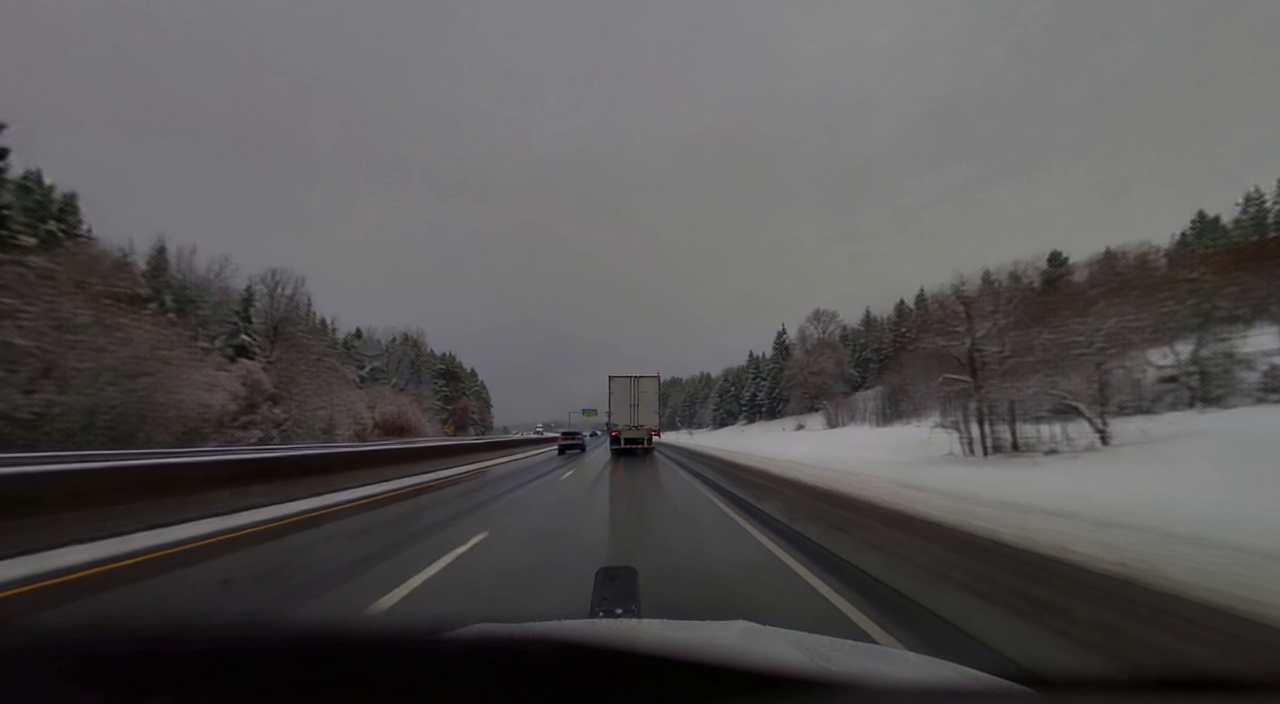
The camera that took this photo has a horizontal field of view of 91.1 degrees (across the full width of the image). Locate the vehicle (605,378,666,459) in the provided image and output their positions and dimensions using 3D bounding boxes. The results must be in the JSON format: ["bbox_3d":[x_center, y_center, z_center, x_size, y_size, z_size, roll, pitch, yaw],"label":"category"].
[{"bbox_3d":[-0.392,4.082,37.185,3.013,4.016,11.496,0,-8,-2],"label":"vehicle"}]

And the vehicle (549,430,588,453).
[{"bbox_3d":[-4.850,6.162,43.335,2.217,1.495,4.245,0,-8,0],"label":"vehicle"}]
